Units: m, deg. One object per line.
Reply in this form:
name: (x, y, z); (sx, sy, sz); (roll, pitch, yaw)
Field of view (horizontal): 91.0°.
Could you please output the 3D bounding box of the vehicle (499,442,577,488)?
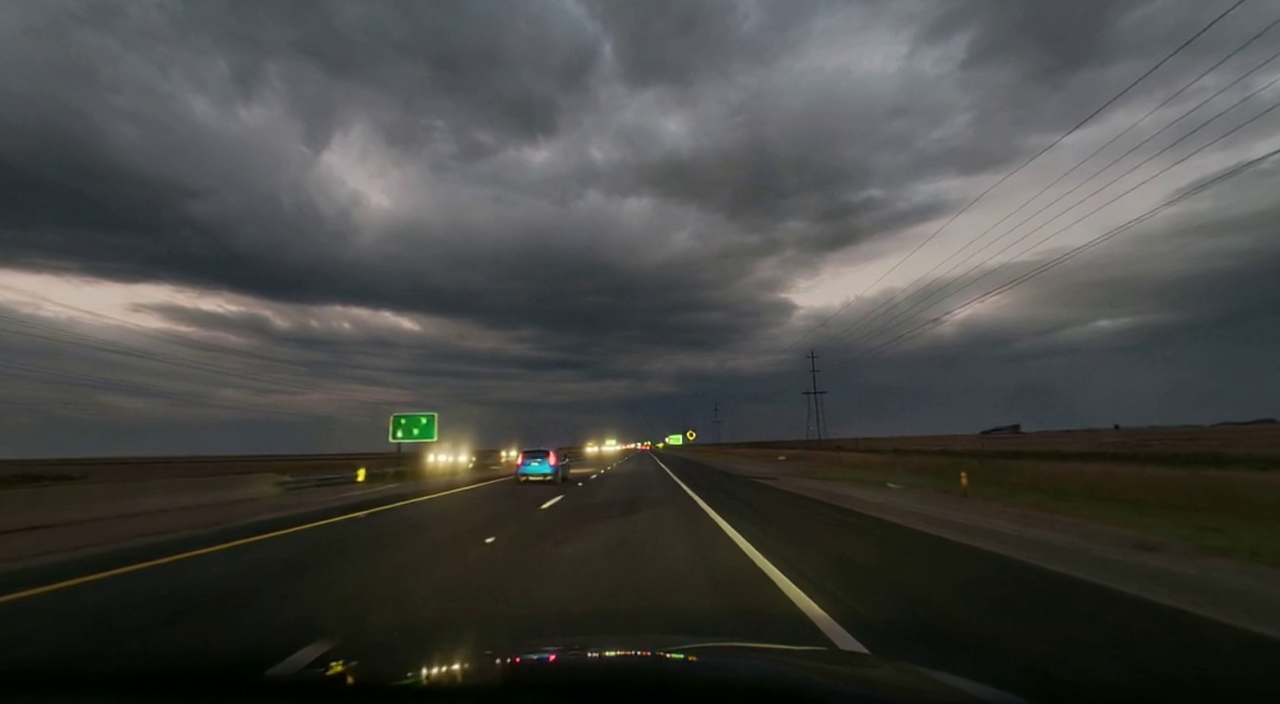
vehicle: (-3.694, 4.206, 23.700); (2.106, 1.543, 4.465); (0, -9, 1)
